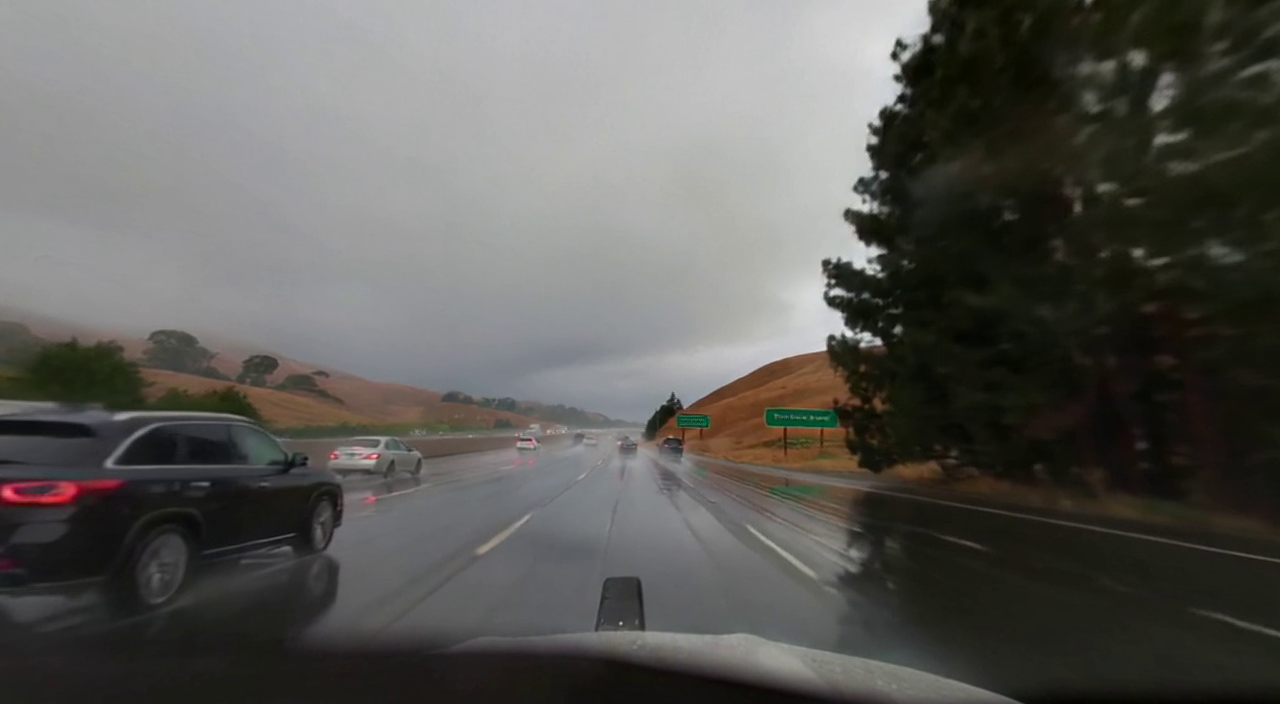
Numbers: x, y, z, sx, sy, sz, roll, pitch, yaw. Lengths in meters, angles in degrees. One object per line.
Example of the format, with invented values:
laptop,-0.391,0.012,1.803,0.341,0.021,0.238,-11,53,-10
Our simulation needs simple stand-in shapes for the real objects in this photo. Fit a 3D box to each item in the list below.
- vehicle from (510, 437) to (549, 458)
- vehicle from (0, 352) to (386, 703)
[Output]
vehicle,-7.882,6.886,45.535,2.020,1.447,4.322,0,-8,0
vehicle,-4.054,1.154,4.934,2.166,1.700,4.661,0,-8,0
